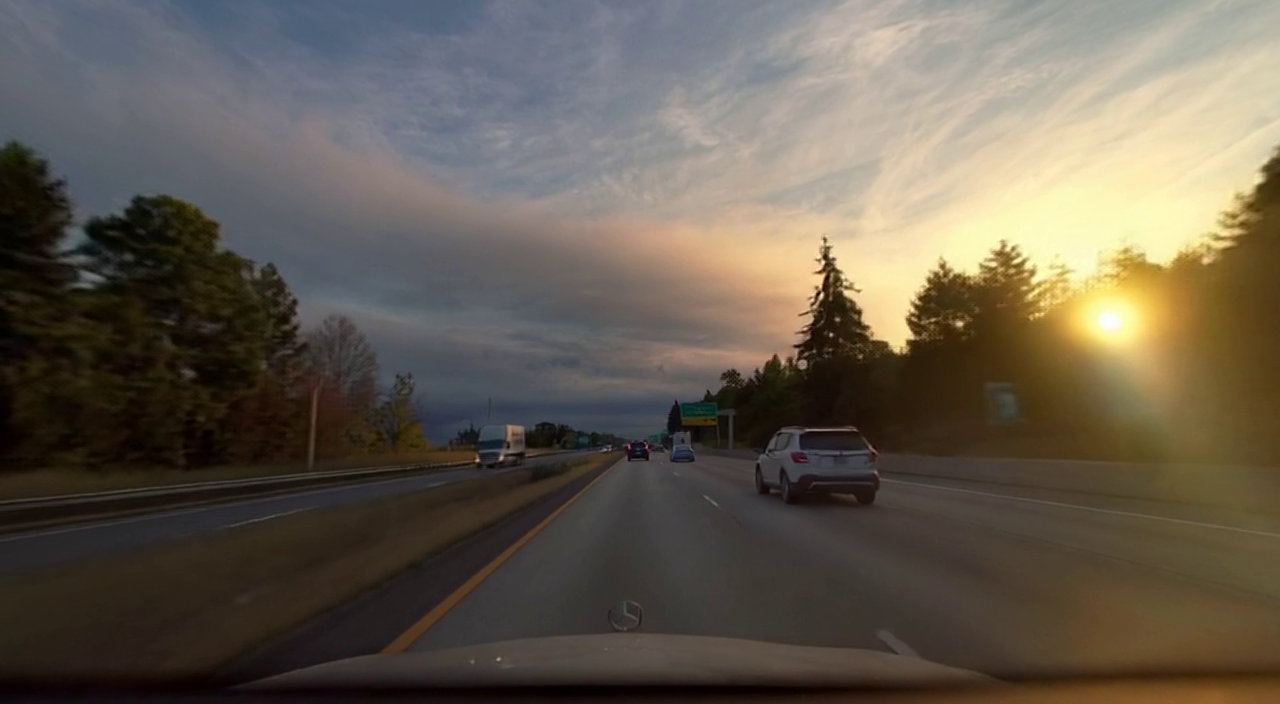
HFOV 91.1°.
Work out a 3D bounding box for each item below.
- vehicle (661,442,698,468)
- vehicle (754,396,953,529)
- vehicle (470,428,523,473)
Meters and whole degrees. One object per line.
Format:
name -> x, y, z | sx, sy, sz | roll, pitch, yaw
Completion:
vehicle -> 2.706, 7.176, 43.948 | 2.123, 1.620, 4.959 | 0, -9, -1
vehicle -> 3.657, 2.025, 11.884 | 1.981, 1.984, 4.623 | 0, -9, -2
vehicle -> -11.176, 7.755, 49.592 | 2.562, 3.204, 6.384 | 0, -9, 0
